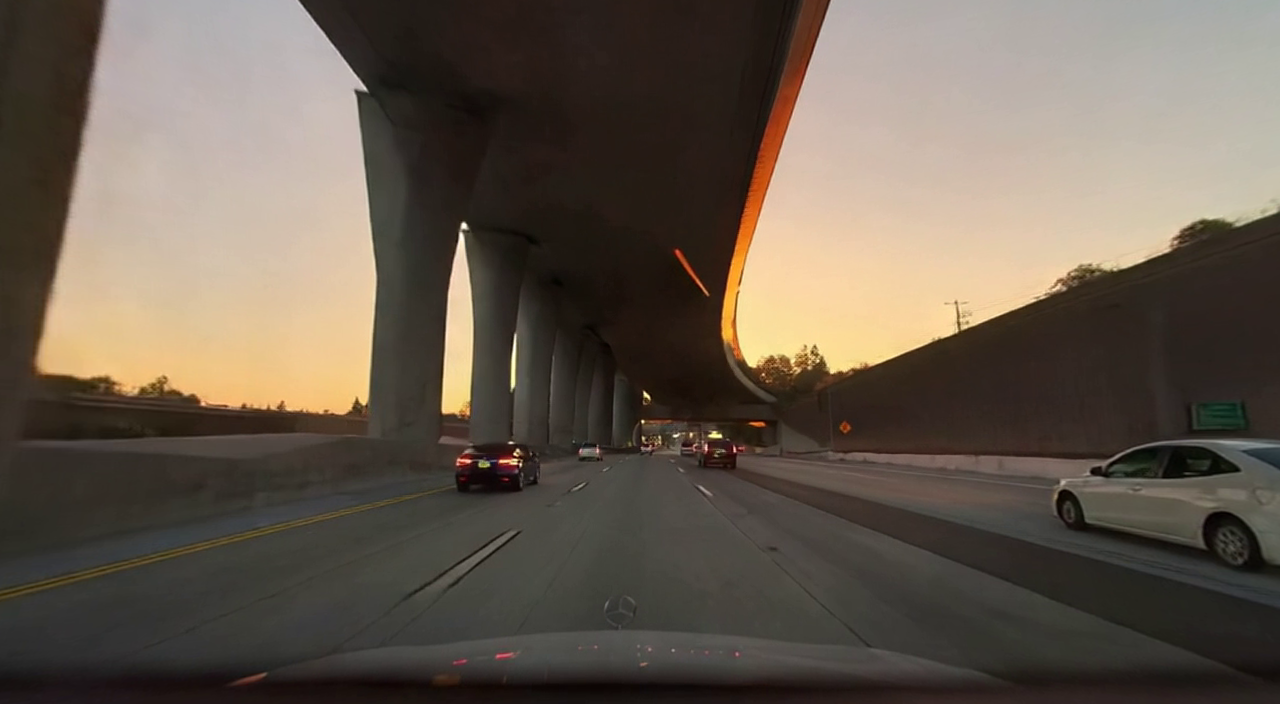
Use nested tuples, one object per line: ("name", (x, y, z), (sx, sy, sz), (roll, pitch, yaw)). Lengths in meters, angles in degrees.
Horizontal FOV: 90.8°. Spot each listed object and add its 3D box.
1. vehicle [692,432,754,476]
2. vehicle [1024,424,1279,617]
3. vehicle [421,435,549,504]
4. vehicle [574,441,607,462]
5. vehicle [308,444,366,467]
("vehicle", (3.503, 4.411, 27.460), (2.072, 1.761, 4.242), (0, -8, -1))
("vehicle", (5.970, 1.470, 6.012), (1.989, 1.472, 4.322), (0, -8, 2))
("vehicle", (-3.743, 2.926, 16.220), (1.997, 1.476, 4.703), (0, -8, 1))
("vehicle", (-3.626, 7.398, 47.177), (2.047, 1.464, 4.387), (0, -8, 1))
("vehicle", (-20.711, 7.098, 43.319), (1.938, 1.474, 4.445), (0, -8, -3))
